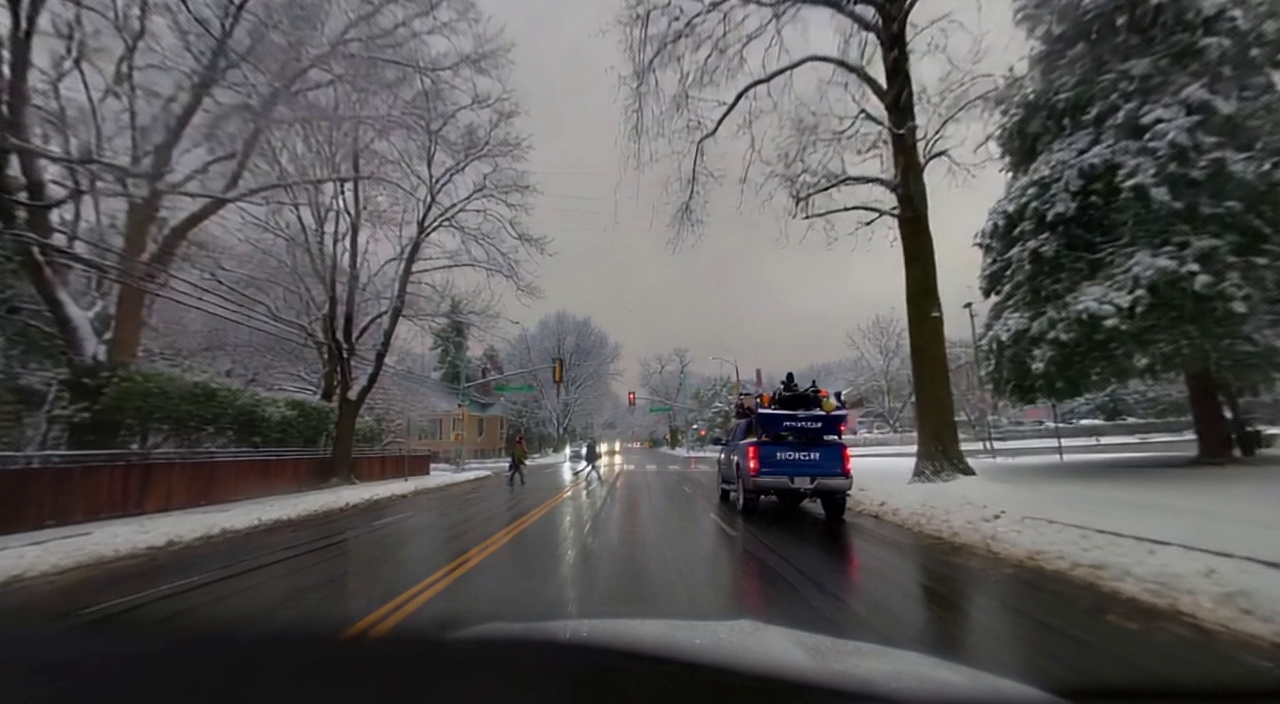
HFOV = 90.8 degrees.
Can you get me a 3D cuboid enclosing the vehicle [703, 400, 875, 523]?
[{"bbox_3d":[2.730,2.214,13.229,2.177,2.015,5.463,0,-8,-1],"label":"vehicle"}]
